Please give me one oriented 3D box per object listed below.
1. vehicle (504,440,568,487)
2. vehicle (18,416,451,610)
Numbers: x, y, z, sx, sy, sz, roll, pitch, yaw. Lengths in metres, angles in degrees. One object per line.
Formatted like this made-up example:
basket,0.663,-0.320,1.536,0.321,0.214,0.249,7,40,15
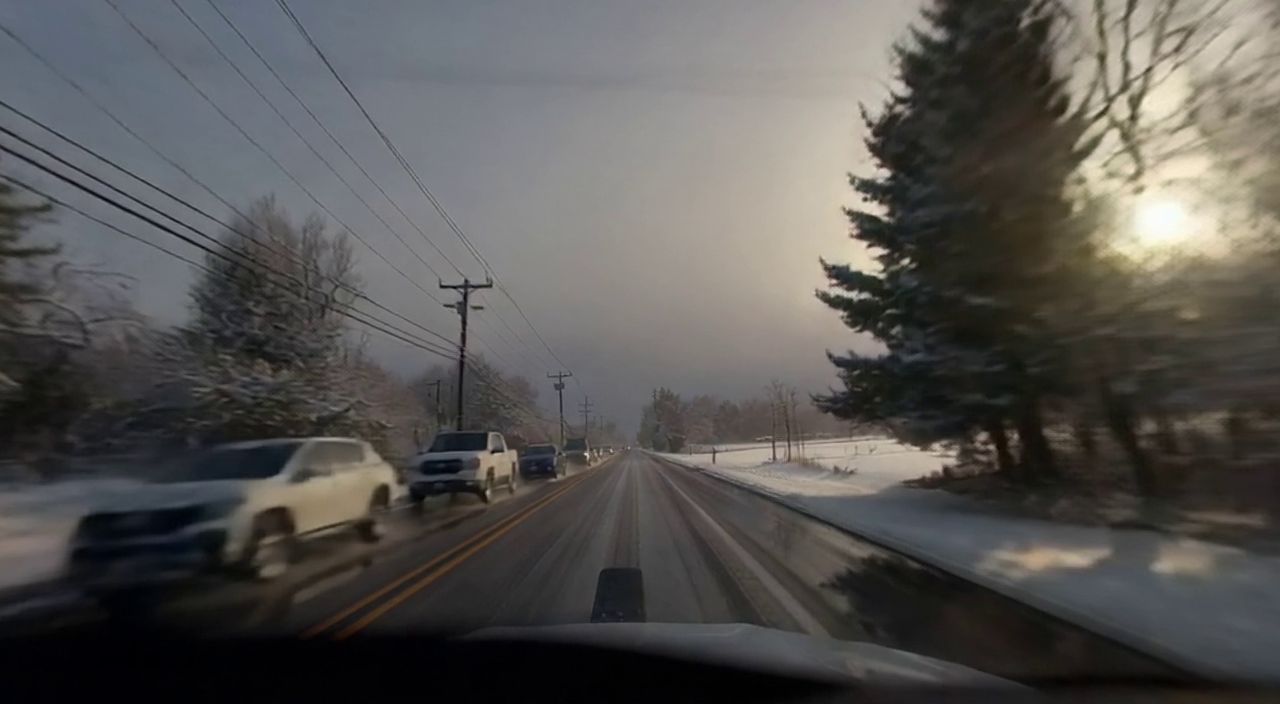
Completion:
vehicle,-4.338,4.673,26.989,2.070,1.665,4.554,-3,-8,-3
vehicle,-4.583,1.863,8.620,2.329,1.690,5.423,-2,-8,0
